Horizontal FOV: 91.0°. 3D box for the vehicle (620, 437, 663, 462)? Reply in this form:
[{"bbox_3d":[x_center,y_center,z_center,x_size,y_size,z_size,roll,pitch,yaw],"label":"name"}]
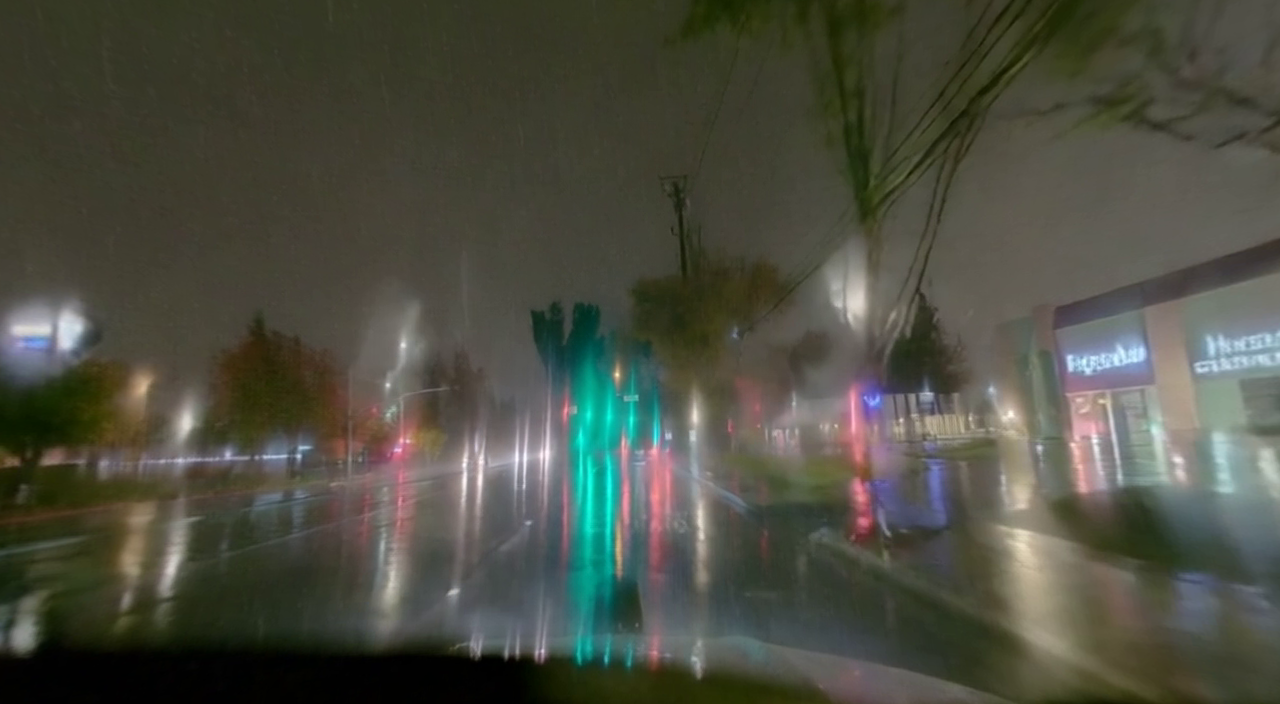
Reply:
[{"bbox_3d":[0.152,6.747,43.719,2.191,1.607,4.361,-1,-9,11],"label":"vehicle"}]
